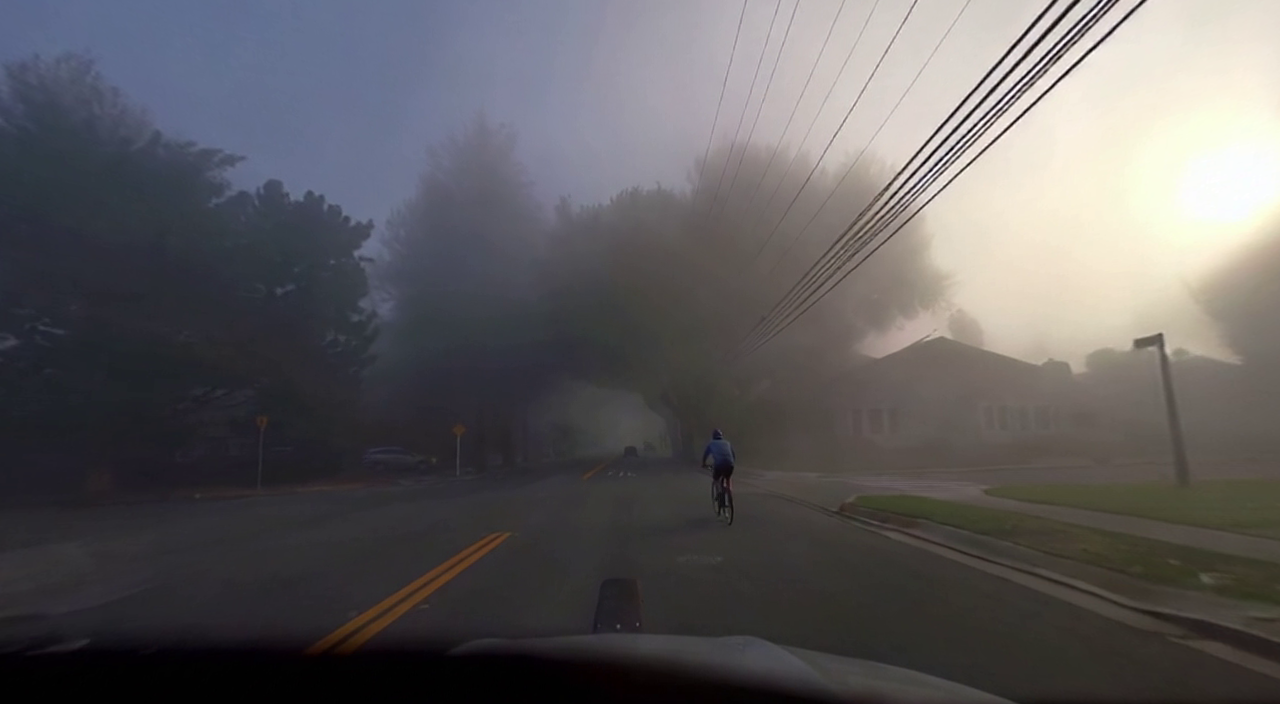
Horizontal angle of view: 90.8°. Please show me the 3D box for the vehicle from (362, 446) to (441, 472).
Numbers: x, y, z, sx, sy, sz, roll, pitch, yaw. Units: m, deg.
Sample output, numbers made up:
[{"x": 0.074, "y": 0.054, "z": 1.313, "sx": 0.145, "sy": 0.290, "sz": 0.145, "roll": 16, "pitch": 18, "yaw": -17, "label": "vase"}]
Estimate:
[{"x": -14.607, "y": 6.547, "z": 38.830, "sx": 4.143, "sy": 1.480, "sz": 1.755, "roll": 0, "pitch": -8, "yaw": -2, "label": "vehicle"}]
